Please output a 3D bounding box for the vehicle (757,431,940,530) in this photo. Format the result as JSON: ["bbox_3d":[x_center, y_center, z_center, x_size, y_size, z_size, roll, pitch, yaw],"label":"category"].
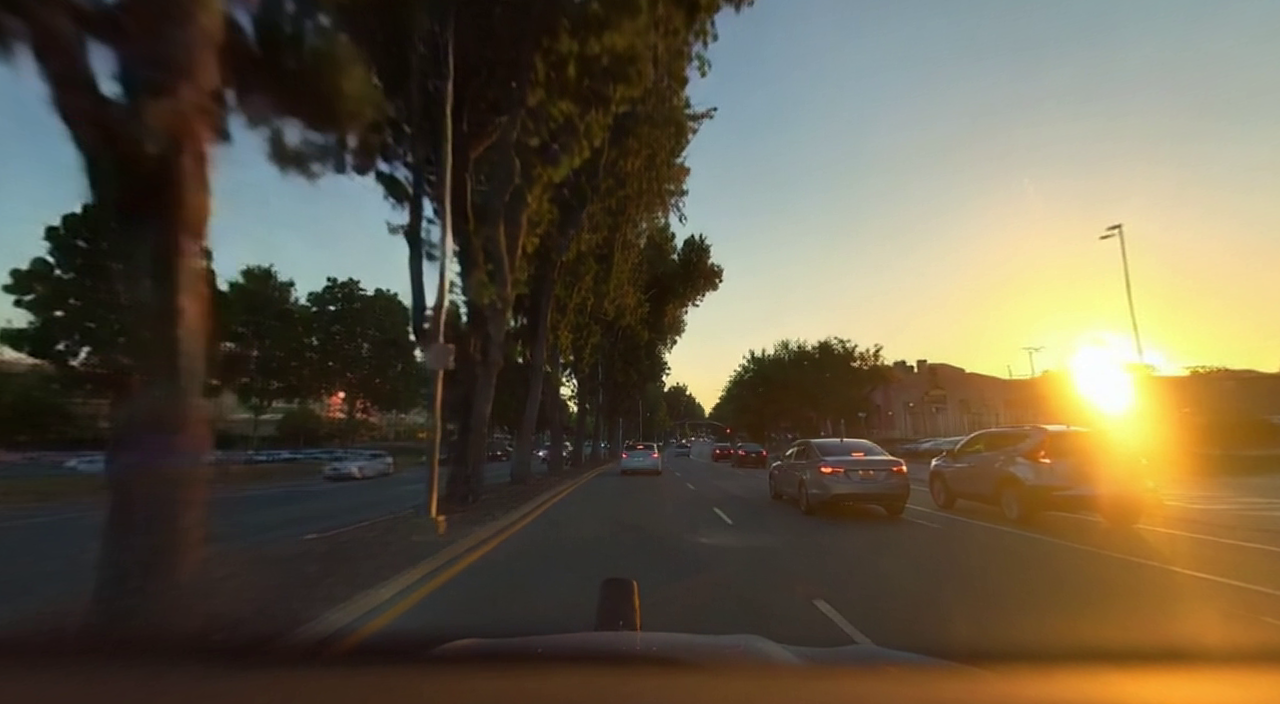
[{"bbox_3d":[3.529,2.242,11.639,1.858,1.466,4.230,0,-9,-1],"label":"vehicle"}]

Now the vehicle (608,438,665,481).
[{"bbox_3d":[-0.116,4.017,23.914,1.994,1.479,3.647,0,-8,0],"label":"vehicle"}]

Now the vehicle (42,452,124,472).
[{"bbox_3d":[-42.126,8.324,47.835,4.400,1.439,1.857,0,-9,0],"label":"vehicle"}]

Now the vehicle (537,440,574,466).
[{"bbox_3d":[-5.577,6.722,42.171,1.887,1.582,3.915,0,-8,1],"label":"vehicle"}]

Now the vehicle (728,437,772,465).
[{"bbox_3d":[7.320,6.616,42.394,2.068,1.779,4.567,0,-9,-1],"label":"vehicle"}]

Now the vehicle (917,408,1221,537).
[{"bbox_3d":[7.098,2.050,11.293,2.134,1.810,4.590,0,-8,-1],"label":"vehicle"}]

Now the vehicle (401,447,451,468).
[{"bbox_3d":[-16.337,8.081,48.485,1.982,1.481,4.706,0,-9,2],"label":"vehicle"}]
